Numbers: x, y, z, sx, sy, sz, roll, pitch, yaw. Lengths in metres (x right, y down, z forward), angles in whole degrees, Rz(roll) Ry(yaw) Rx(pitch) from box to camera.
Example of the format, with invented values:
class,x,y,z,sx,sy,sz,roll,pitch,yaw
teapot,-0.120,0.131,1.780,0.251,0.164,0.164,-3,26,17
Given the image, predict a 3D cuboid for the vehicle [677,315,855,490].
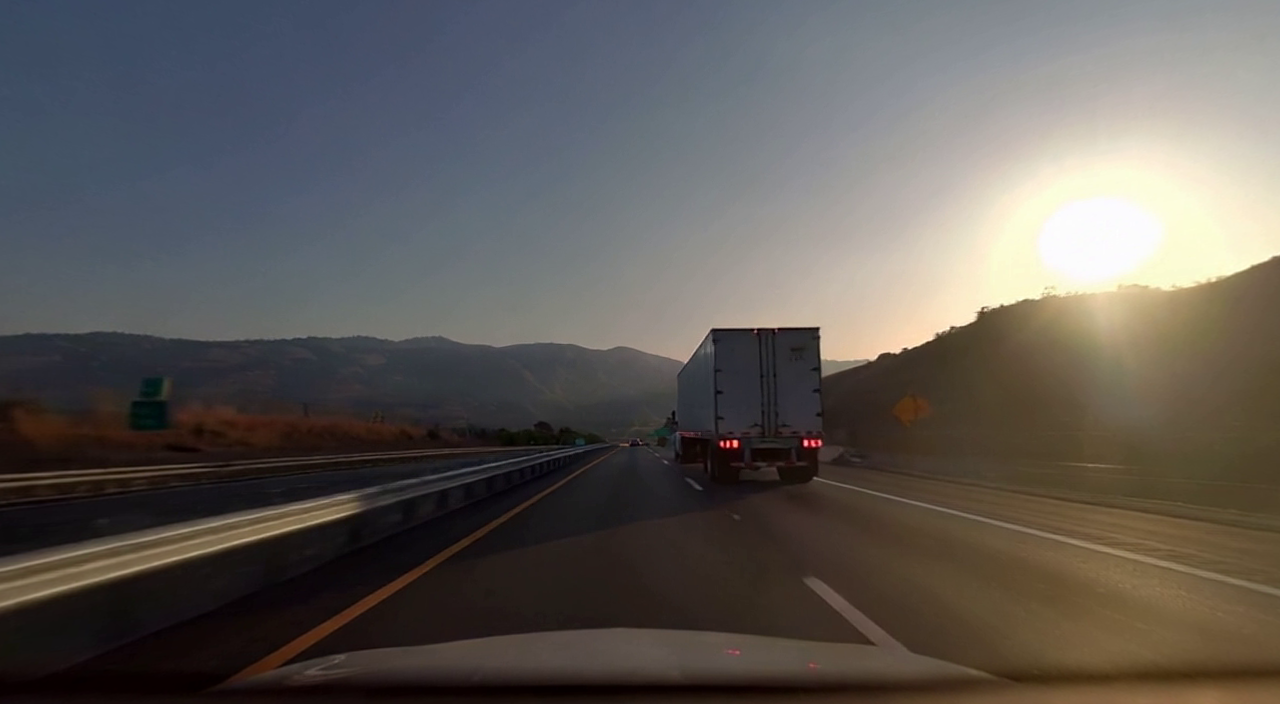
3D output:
class,x,y,z,sx,sy,sz,roll,pitch,yaw
vehicle,3.276,2.037,21.315,2.924,4.024,13.639,0,-8,-1
